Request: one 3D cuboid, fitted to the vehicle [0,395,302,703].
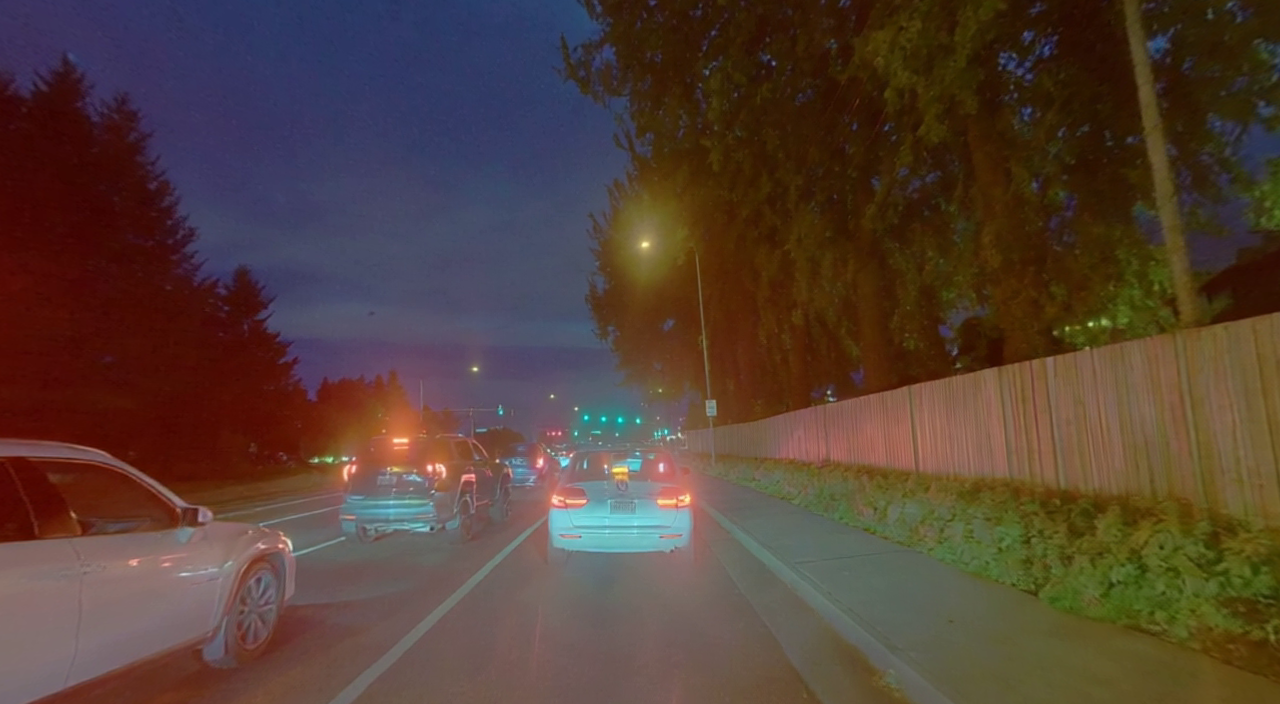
[{"bbox_3d":[-3.122,0.837,1.582,1.980,1.520,4.636,0,-8,0],"label":"vehicle"}]

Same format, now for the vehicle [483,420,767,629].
[{"bbox_3d":[-0.136,1.511,6.450,1.995,1.460,3.865,0,-8,-1],"label":"vehicle"}]

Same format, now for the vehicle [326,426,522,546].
[{"bbox_3d":[-3.222,2.063,10.267,1.850,1.582,3.688,0,-8,0],"label":"vehicle"}]
